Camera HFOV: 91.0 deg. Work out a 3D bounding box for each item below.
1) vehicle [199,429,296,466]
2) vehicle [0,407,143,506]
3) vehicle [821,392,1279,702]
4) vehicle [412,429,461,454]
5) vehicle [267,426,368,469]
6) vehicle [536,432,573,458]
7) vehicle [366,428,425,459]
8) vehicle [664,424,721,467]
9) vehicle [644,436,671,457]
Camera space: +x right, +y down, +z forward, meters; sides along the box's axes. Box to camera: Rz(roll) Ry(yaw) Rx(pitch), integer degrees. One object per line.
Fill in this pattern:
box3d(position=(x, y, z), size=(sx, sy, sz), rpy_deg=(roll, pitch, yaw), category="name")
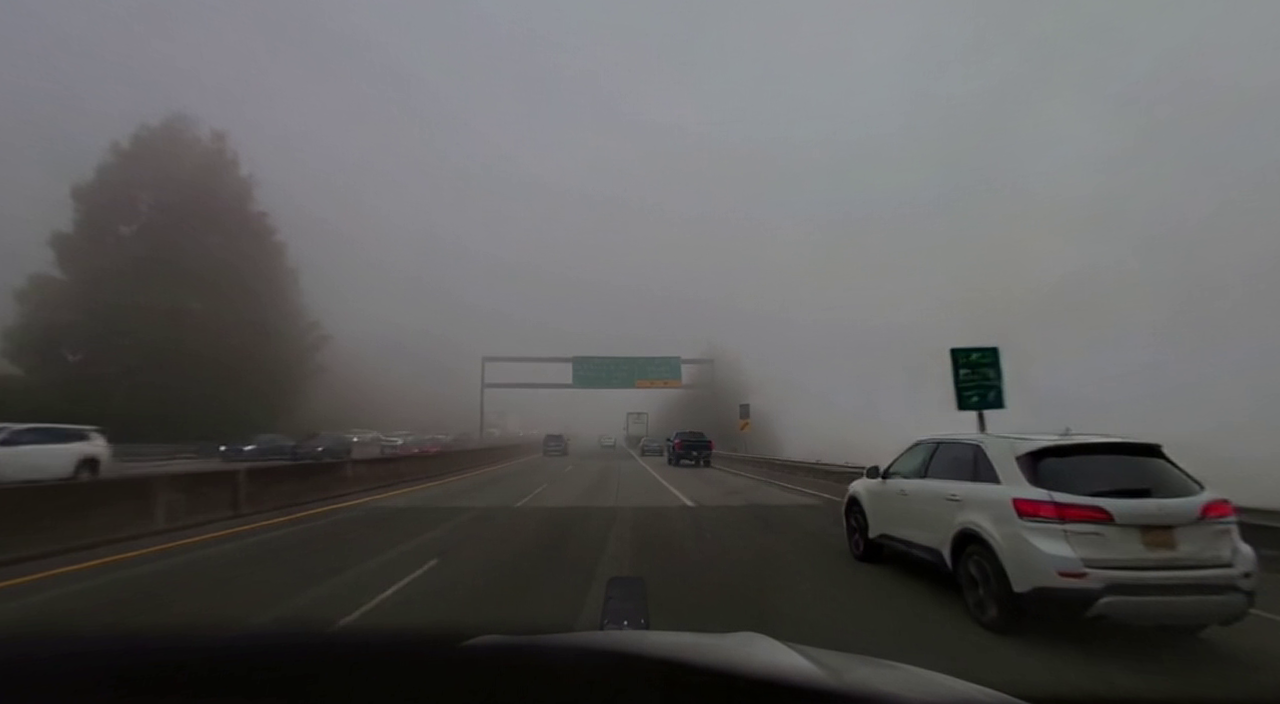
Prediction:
box3d(position=(-16.487, 4.039, 26.677), size=(1.754, 1.448, 3.799), rpy_deg=(0, -8, -2), category="vehicle")
box3d(position=(-10.970, 1.721, 10.445), size=(1.948, 1.538, 4.322), rpy_deg=(0, -8, -1), category="vehicle")
box3d(position=(3.316, 1.263, 5.366), size=(2.127, 1.497, 4.445), rpy_deg=(0, -8, -1), category="vehicle")
box3d(position=(-12.011, 5.323, 37.343), size=(1.853, 1.406, 3.495), rpy_deg=(1, -8, -2), category="vehicle")
box3d(position=(-11.736, 3.516, 23.204), size=(1.727, 1.433, 3.940), rpy_deg=(0, -8, -2), category="vehicle")
box3d(position=(-5.768, 6.318, 42.925), size=(2.058, 1.689, 4.315), rpy_deg=(0, -8, -2), category="vehicle")
box3d(position=(-12.058, 4.550, 31.242), size=(1.610, 1.420, 3.445), rpy_deg=(0, -8, -2), category="vehicle")
box3d(position=(2.498, 4.647, 31.511), size=(2.207, 1.937, 5.610), rpy_deg=(0, -8, -2), category="vehicle")
box3d(position=(1.244, 6.924, 46.323), size=(1.844, 1.462, 3.736), rpy_deg=(0, -8, -1), category="vehicle")
